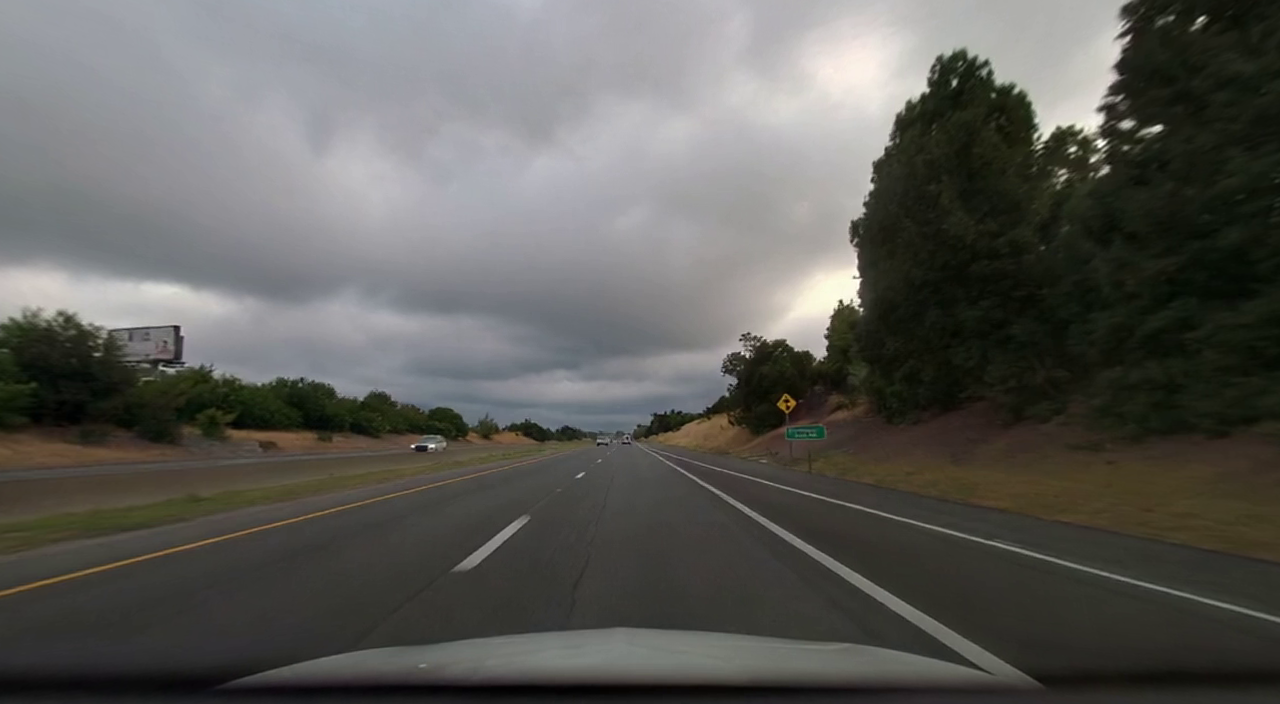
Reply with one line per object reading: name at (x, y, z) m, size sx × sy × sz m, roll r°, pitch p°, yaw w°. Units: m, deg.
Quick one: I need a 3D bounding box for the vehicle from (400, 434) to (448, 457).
vehicle at (-15.214, 6.604, 44.464) m, size 2.111 × 1.488 × 3.866 m, roll 0°, pitch -8°, yaw -2°
